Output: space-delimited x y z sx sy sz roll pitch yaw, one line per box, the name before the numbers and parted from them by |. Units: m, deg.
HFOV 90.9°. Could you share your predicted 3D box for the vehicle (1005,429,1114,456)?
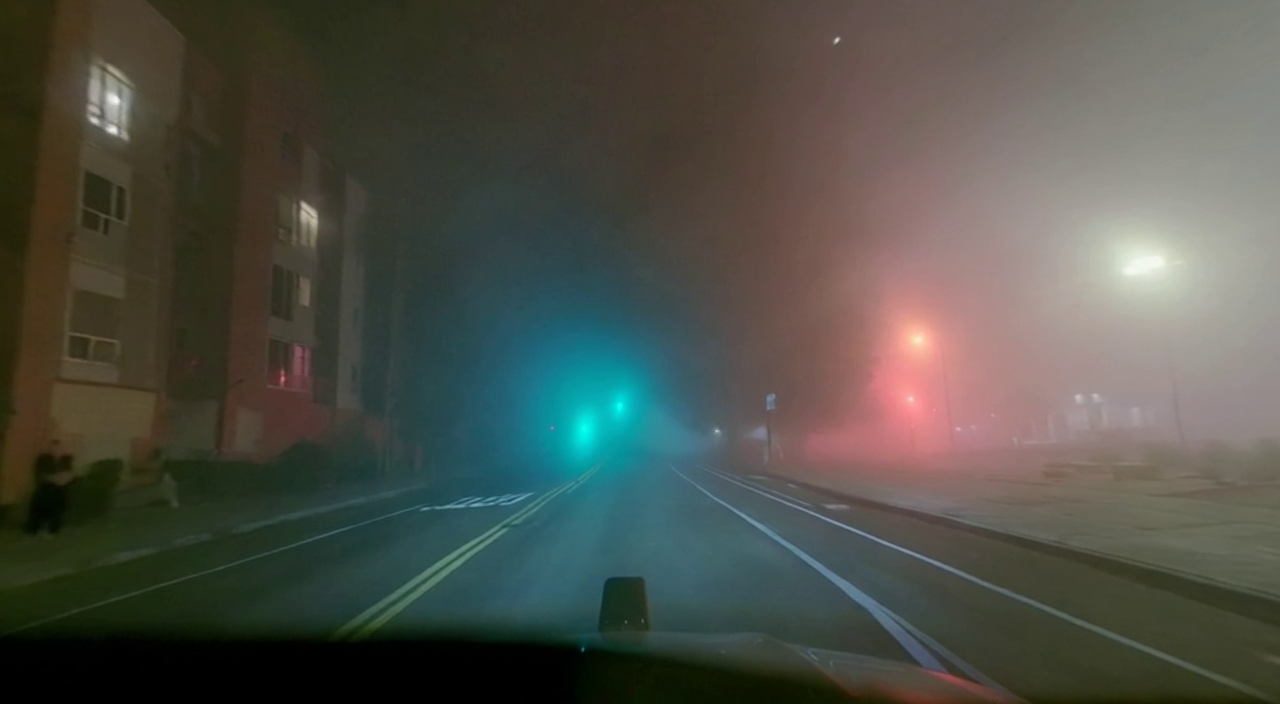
vehicle | 28.697 6.231 43.299 1.981 1.712 5.765 6 -10 -38
